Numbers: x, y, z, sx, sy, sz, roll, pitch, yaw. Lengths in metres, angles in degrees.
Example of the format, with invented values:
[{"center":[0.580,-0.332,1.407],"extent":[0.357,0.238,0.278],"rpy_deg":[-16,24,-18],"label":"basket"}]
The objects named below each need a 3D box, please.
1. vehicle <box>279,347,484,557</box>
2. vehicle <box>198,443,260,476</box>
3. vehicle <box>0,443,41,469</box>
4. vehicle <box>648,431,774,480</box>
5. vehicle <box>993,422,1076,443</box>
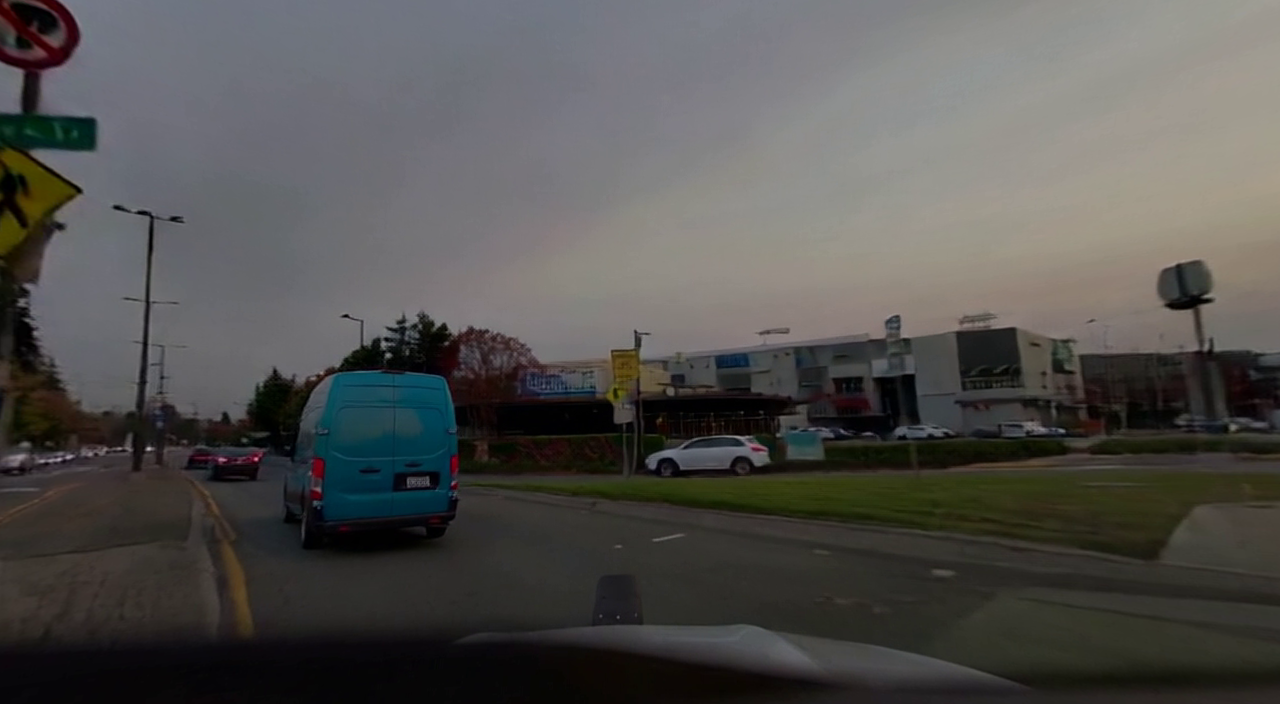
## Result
[{"center":[-4.772,1.693,10.954],"extent":[2.432,2.624,5.670],"rpy_deg":[5,-10,-29],"label":"vehicle"},{"center":[-20.656,5.352,31.382],"extent":[1.933,1.533,4.457],"rpy_deg":[8,-11,-40],"label":"vehicle"},{"center":[-42.633,7.025,42.451],"extent":[1.938,1.688,4.523],"rpy_deg":[6,-10,-32],"label":"vehicle"},{"center":[2.442,3.552,21.621],"extent":[4.109,1.592,2.008],"rpy_deg":[-1,-9,8],"label":"vehicle"},{"center":[30.024,6.186,47.813],"extent":[2.003,1.520,4.883],"rpy_deg":[6,-11,-34],"label":"vehicle"}]
